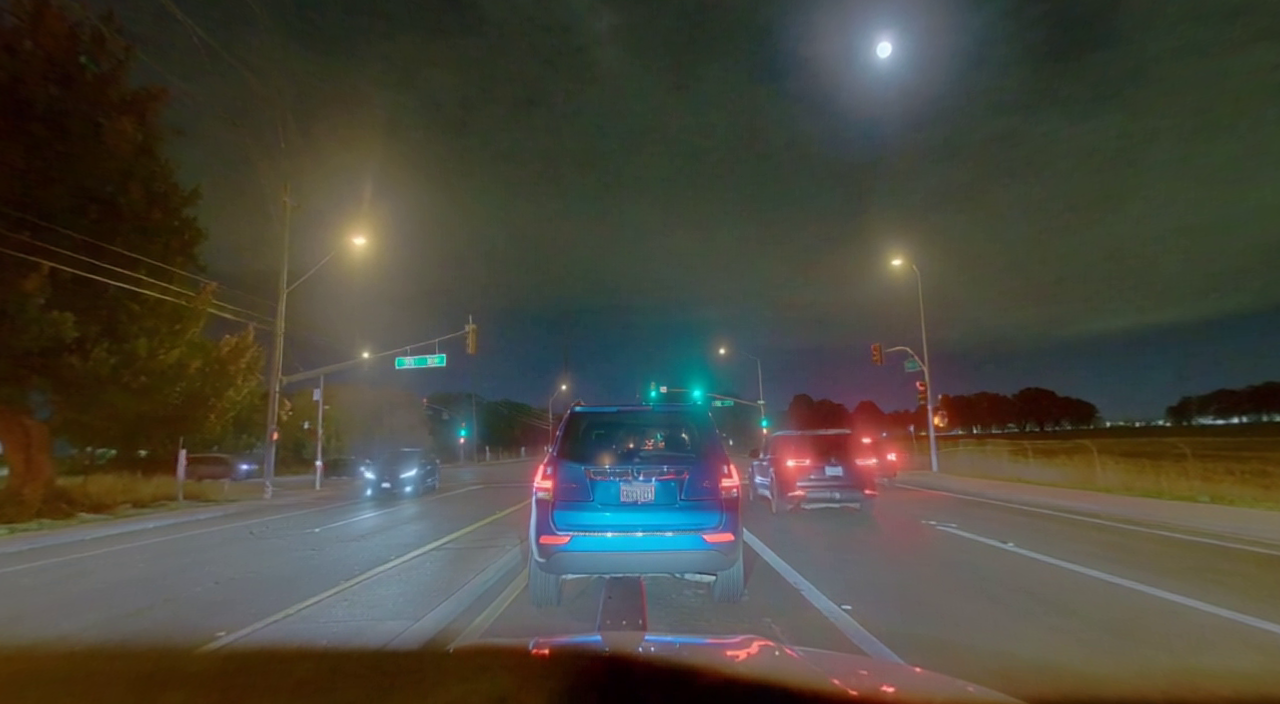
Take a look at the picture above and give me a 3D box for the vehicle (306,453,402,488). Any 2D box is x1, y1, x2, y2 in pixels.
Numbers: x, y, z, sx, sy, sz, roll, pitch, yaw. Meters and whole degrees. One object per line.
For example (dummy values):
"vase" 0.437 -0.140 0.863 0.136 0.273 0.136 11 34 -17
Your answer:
"vehicle" -13.696 5.603 30.097 4.559 1.458 2.265 -7 -11 38

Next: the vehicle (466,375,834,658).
"vehicle" 0.062 1.334 6.112 2.298 1.770 4.138 0 -8 0

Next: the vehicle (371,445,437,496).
"vehicle" -8.717 4.327 23.558 2.026 1.680 4.608 3 -9 -18

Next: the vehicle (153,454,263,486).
"vehicle" -23.990 6.555 35.131 4.605 1.626 2.251 -1 -8 6
